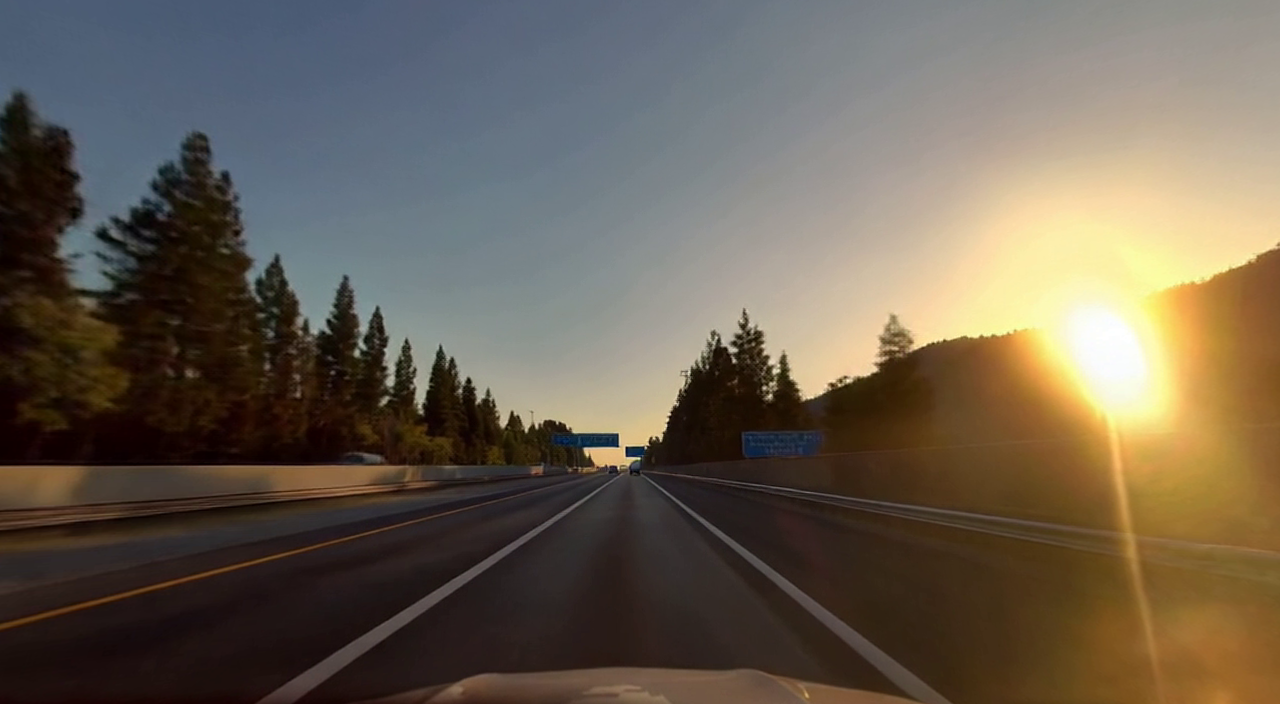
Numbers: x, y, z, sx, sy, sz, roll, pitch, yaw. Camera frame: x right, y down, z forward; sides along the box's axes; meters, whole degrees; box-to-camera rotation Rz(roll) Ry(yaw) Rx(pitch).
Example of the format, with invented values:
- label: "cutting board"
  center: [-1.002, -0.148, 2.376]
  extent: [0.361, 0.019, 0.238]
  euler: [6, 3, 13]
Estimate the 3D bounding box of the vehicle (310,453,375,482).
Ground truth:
- label: "vehicle"
  center: [-17.171, 6.711, 36.623]
  extent: [1.854, 1.525, 3.895]
  euler: [1, -10, 0]
